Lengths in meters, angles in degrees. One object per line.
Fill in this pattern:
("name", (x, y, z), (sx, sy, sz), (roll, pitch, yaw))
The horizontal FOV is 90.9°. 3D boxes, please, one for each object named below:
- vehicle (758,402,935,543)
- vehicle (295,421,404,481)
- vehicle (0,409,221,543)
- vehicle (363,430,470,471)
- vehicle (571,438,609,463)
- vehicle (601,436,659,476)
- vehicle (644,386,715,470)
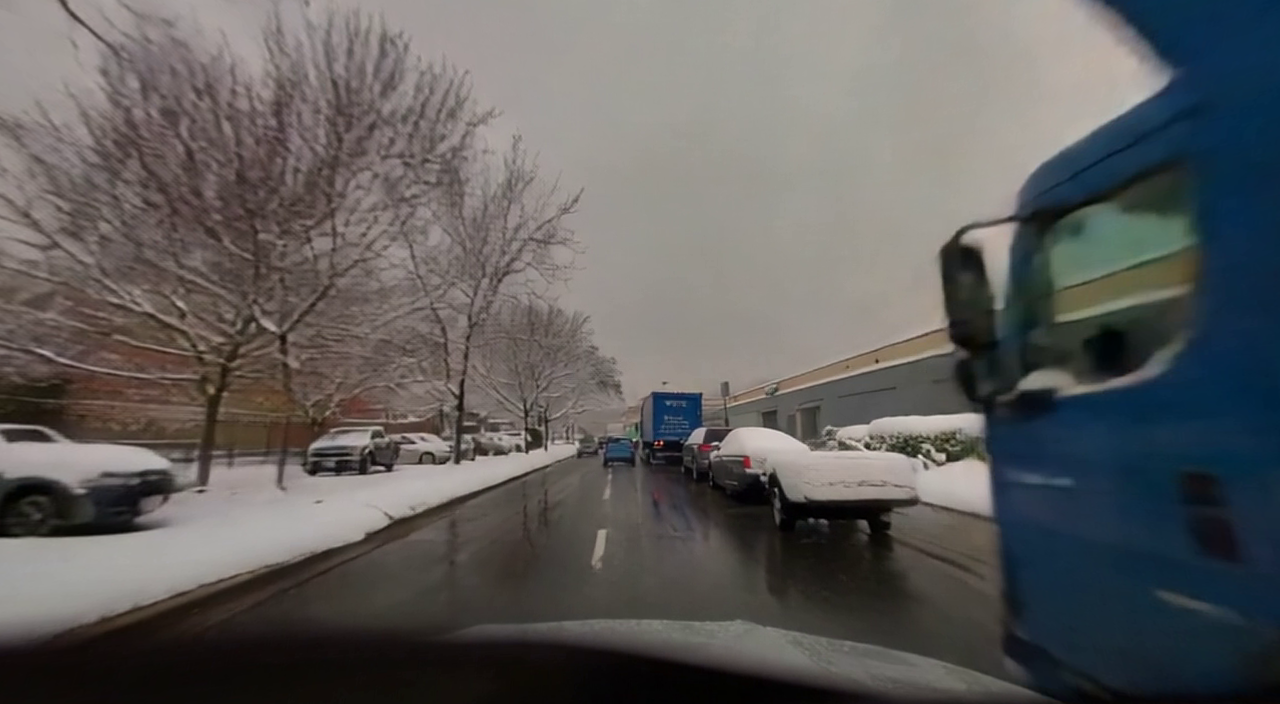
("vehicle", (2.901, 1.744, 9.371), (1.686, 1.786, 2.276), (0, -9, -3))
("vehicle", (-9.409, 3.241, 20.874), (1.996, 1.719, 4.382), (2, -8, -8))
("vehicle", (-8.021, 1.449, 7.637), (4.483, 1.431, 1.849), (0, -8, -4))
("vehicle", (-8.700, 3.857, 24.802), (3.569, 1.520, 1.797), (0, -8, -5))
("vehicle", (-3.182, 6.318, 40.616), (1.989, 1.481, 4.008), (0, -8, 2))
("vehicle", (-0.432, 4.170, 25.553), (2.160, 1.498, 3.909), (0, -8, -2))
("vehicle", (1.985, 4.746, 38.445), (2.865, 4.113, 14.471), (0, -8, -2))
